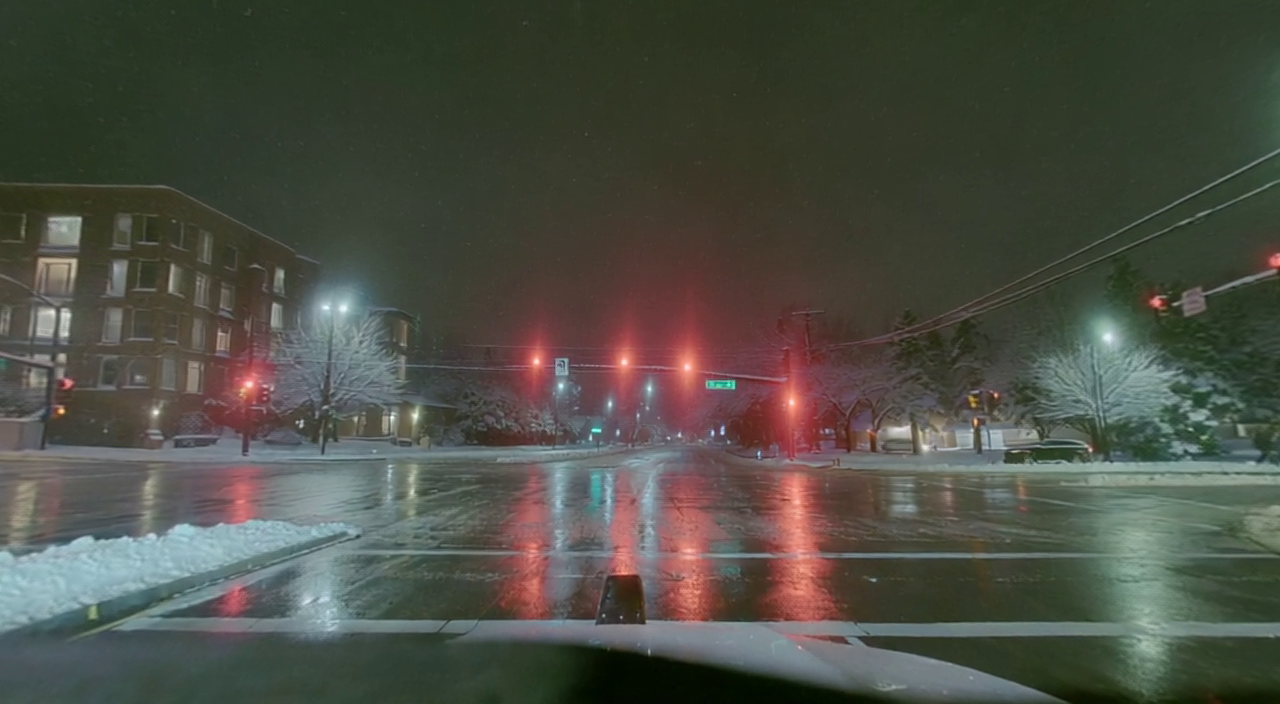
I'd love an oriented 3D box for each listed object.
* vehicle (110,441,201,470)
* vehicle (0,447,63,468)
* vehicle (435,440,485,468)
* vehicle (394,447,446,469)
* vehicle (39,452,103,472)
[{"bbox_3d":[-34.910,7.418,45.738,2.204,1.955,5.518,0,-8,0],"label":"vehicle"},{"bbox_3d":[-45.264,7.759,46.603,1.858,1.467,3.624,0,-8,0],"label":"vehicle"},{"bbox_3d":[-11.959,6.799,42.326,2.080,1.763,4.341,0,-8,0],"label":"vehicle"},{"bbox_3d":[-15.507,7.450,44.808,2.056,1.450,4.343,0,-8,0],"label":"vehicle"},{"bbox_3d":[-41.594,8.020,46.272,1.552,1.339,3.340,-2,-9,-1],"label":"vehicle"}]
